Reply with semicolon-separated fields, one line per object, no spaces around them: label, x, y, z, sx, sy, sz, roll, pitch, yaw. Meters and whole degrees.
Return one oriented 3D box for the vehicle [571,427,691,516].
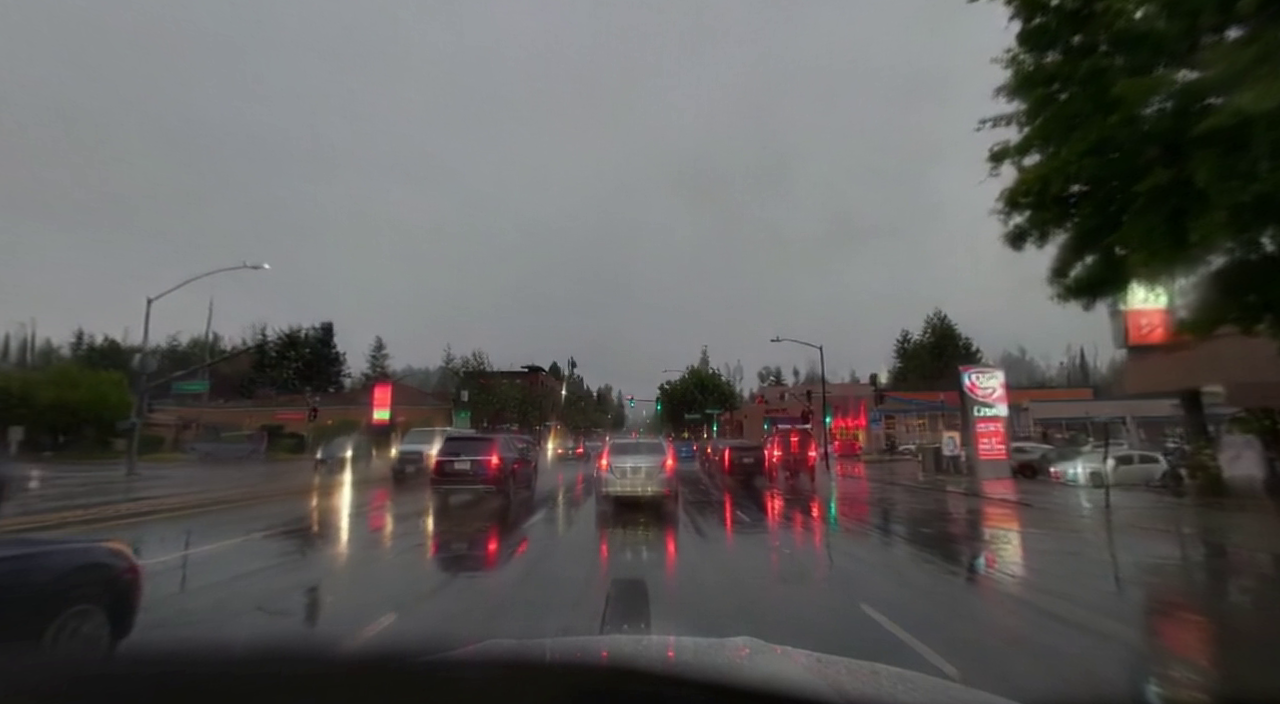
vehicle;-0.159;2.416;13.225;2.121;1.563;4.031;0;-8;0

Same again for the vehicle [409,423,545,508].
vehicle;-3.566;2.570;14.634;1.983;1.685;3.997;0;-8;1

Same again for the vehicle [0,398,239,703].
vehicle;-3.718;0.824;1.822;1.992;1.493;4.688;0;-8;1

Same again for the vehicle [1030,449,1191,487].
vehicle;18.894;4.655;25.504;4.795;1.457;1.986;-1;-8;4

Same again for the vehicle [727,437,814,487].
vehicle;4.238;3.647;21.233;1.979;1.485;4.207;0;-8;-1
